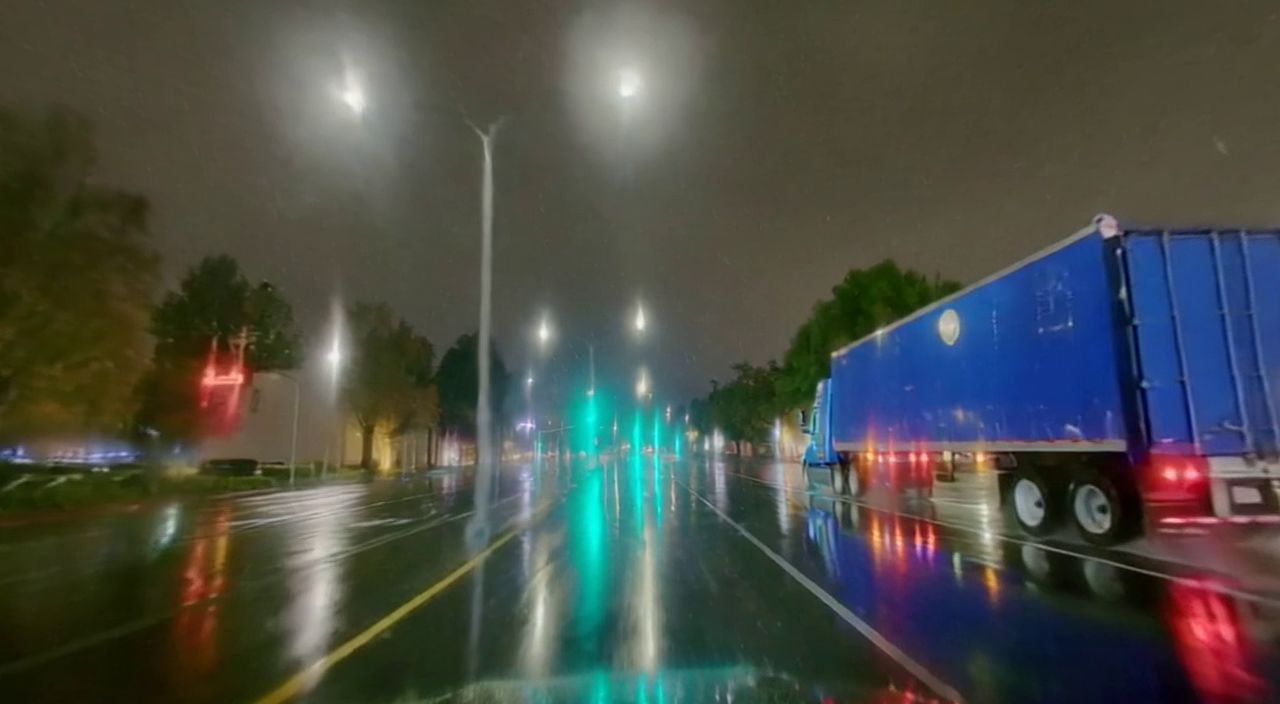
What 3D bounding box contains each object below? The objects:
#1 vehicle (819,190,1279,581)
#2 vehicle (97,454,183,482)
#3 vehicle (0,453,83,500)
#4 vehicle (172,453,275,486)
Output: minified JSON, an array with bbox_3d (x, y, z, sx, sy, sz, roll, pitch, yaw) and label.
[{"bbox_3d":[6.690,1.090,11.817,3.120,3.794,11.510,0,-9,-1],"label":"vehicle"},{"bbox_3d":[-37.662,8.709,47.720,4.621,1.820,2.083,1,-9,-19],"label":"vehicle"},{"bbox_3d":[-26.075,5.124,25.780,2.090,1.772,5.499,-2,-10,-6],"label":"vehicle"},{"bbox_3d":[-25.412,7.122,38.647,4.900,1.808,2.103,7,-11,-39],"label":"vehicle"}]
